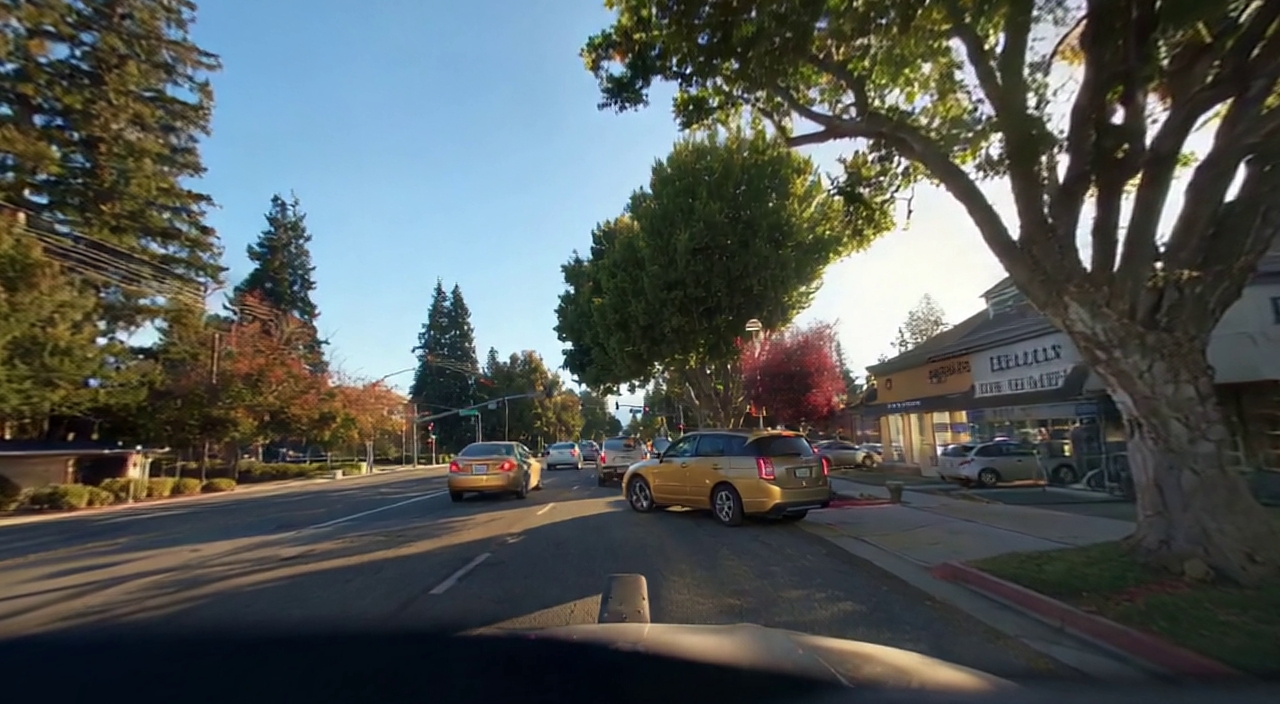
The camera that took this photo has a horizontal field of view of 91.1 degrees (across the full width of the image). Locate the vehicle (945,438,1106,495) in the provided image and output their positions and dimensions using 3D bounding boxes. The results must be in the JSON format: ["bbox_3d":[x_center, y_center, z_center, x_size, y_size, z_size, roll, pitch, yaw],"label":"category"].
[{"bbox_3d":[12.270,3.640,20.179,3.871,1.525,1.835,-3,-9,0],"label":"vehicle"}]

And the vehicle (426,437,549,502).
[{"bbox_3d":[-3.829,3.022,16.634,2.026,1.466,4.282,0,-8,2],"label":"vehicle"}]

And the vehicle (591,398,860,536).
[{"bbox_3d":[1.314,2.004,11.470,2.052,1.955,4.642,7,-11,-39],"label":"vehicle"}]

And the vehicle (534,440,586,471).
[{"bbox_3d":[-4.085,5.354,32.665,2.042,1.470,4.123,0,-8,1],"label":"vehicle"}]
